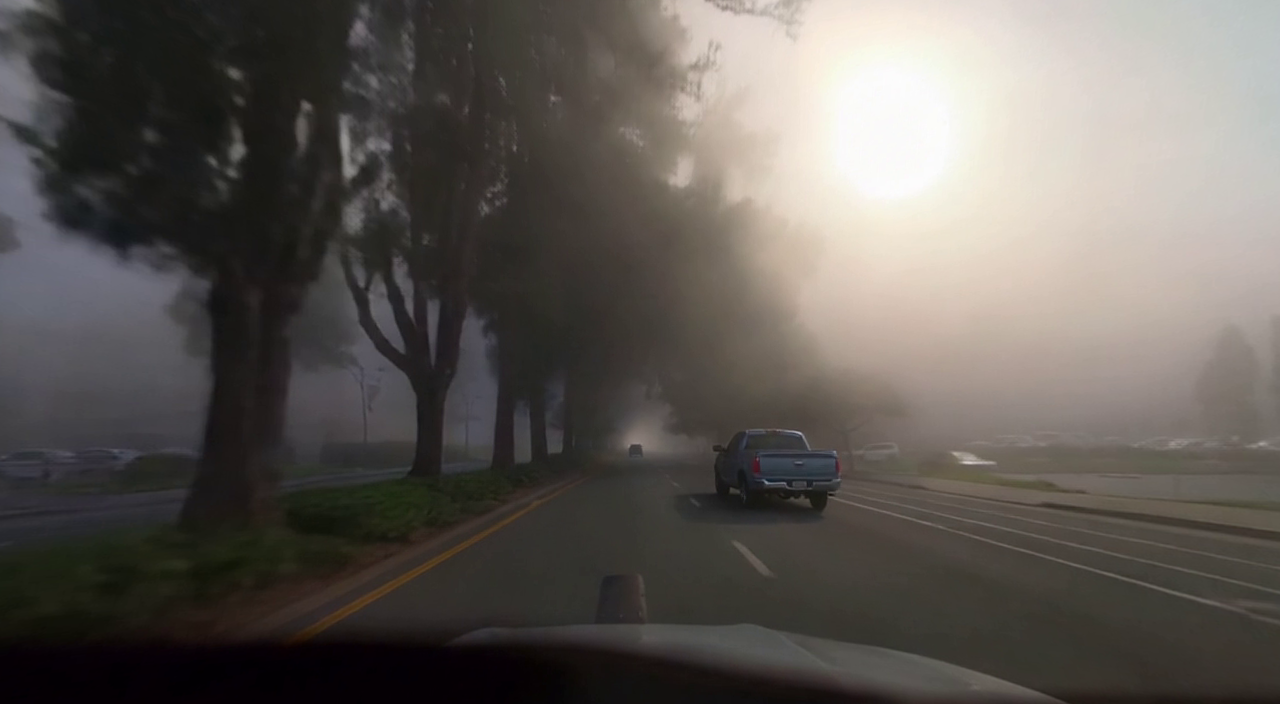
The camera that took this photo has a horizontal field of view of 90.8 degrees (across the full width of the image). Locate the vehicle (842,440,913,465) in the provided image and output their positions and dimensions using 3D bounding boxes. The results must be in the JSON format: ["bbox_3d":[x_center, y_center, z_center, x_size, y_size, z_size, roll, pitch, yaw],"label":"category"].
[{"bbox_3d":[17.528,7.367,46.651,4.747,1.761,2.043,-3,-9,22],"label":"vehicle"}]

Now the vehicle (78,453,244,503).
[{"bbox_3d":[-19.062,4.989,25.264,5.074,1.804,2.283,-1,-8,10],"label":"vehicle"}]

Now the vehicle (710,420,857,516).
[{"bbox_3d":[3.070,2.620,14.871,2.138,1.836,5.245,0,-8,-1],"label":"vehicle"}]

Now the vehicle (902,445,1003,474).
[{"bbox_3d":[16.932,5.809,34.432,4.721,1.462,2.028,-4,-9,25],"label":"vehicle"}]
